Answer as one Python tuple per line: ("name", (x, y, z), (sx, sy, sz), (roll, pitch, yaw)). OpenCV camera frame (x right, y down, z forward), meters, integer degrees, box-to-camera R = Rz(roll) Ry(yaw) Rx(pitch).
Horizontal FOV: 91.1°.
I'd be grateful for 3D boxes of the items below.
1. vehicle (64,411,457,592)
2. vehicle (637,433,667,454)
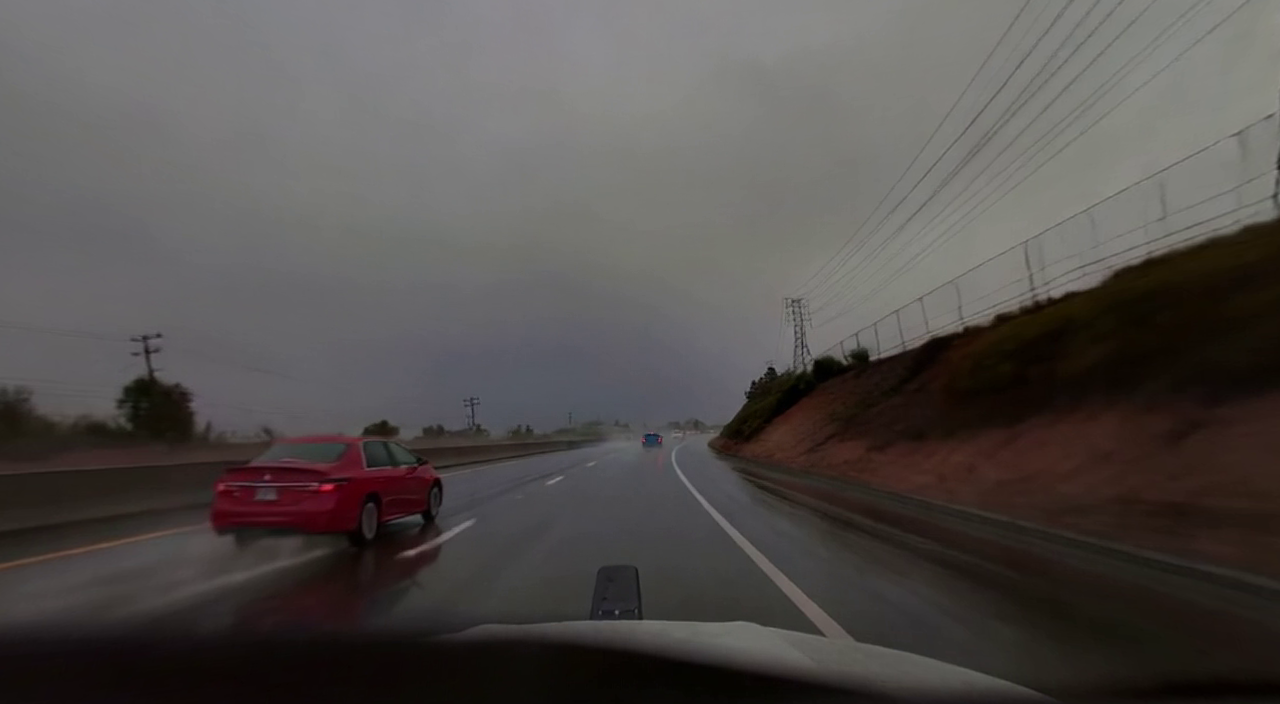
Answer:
("vehicle", (-3.850, 1.555, 7.510), (2.030, 1.522, 4.250), (0, -8, 0))
("vehicle", (0.943, 6.893, 47.631), (2.077, 1.523, 4.206), (0, -8, 3))
